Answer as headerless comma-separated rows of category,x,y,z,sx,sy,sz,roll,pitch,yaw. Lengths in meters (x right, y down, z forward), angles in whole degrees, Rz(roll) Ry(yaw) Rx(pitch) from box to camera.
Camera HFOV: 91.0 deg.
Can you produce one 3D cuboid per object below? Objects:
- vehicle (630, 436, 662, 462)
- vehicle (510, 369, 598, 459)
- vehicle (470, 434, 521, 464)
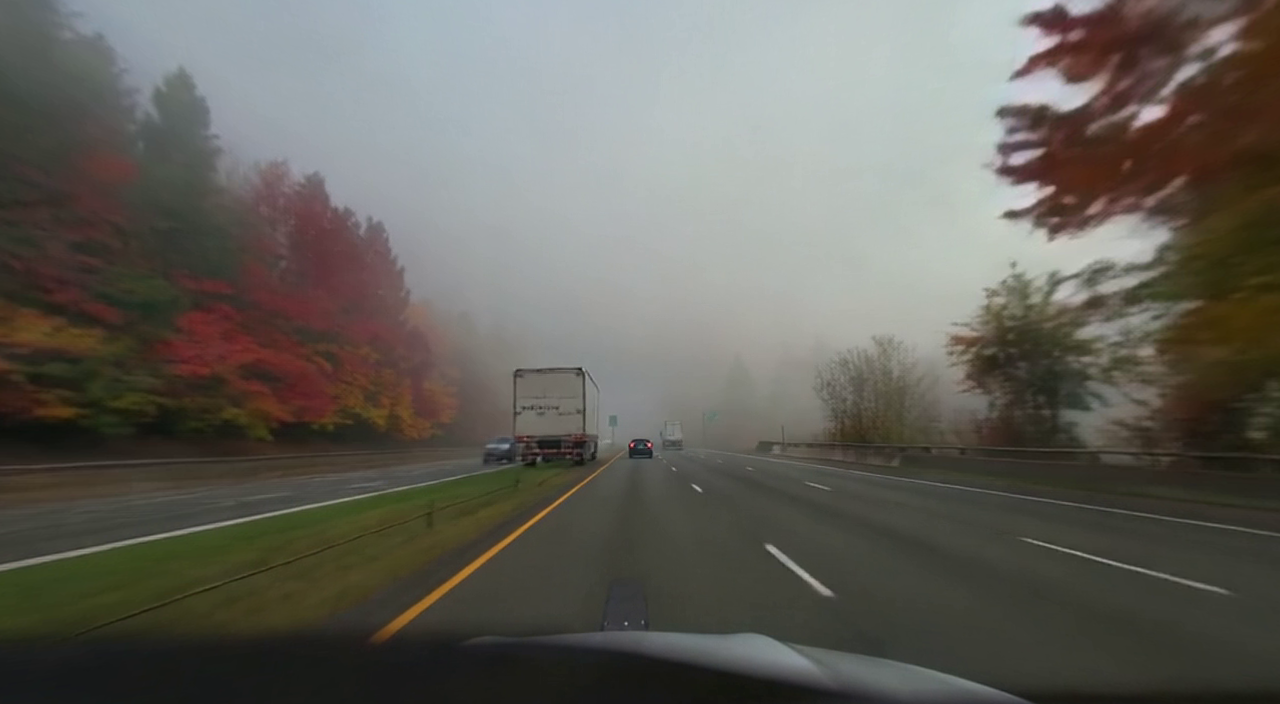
vehicle,0.339,6.113,39.706,1.924,1.498,3.817,0,-8,0
vehicle,-4.131,3.529,33.419,3.120,3.936,11.480,0,-8,0
vehicle,-8.303,5.641,36.556,1.974,1.631,4.232,0,-8,0
